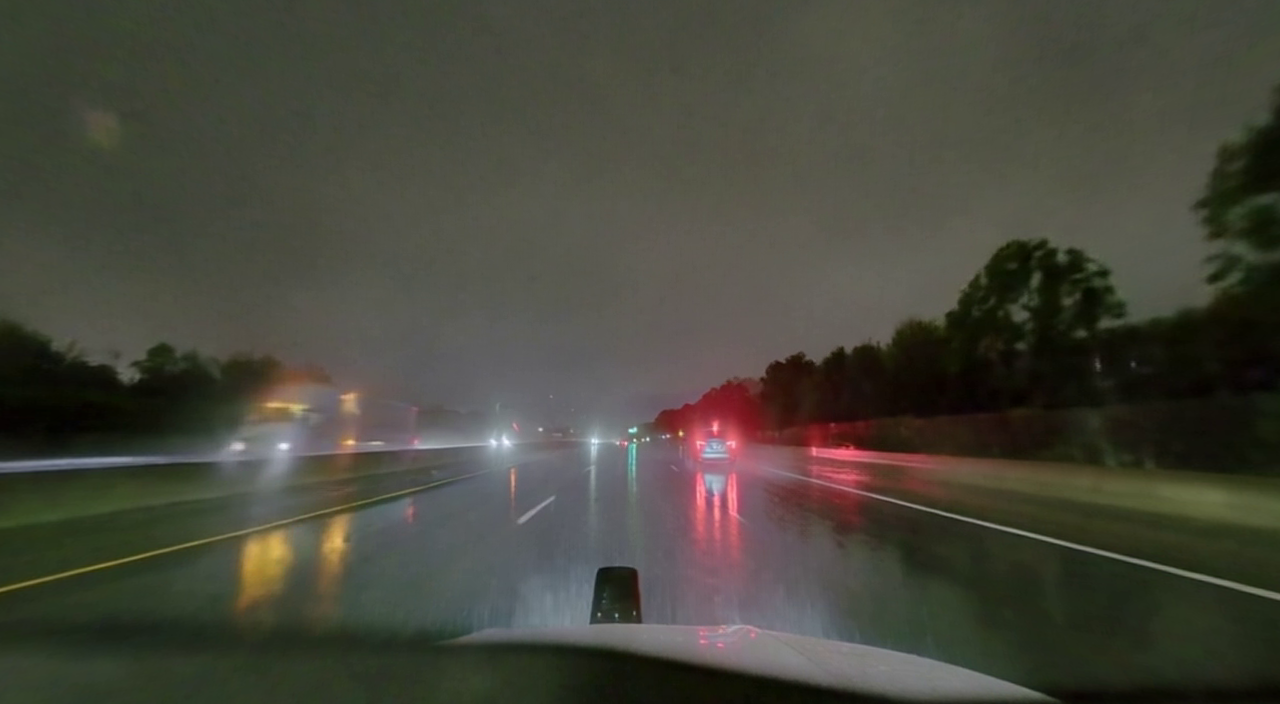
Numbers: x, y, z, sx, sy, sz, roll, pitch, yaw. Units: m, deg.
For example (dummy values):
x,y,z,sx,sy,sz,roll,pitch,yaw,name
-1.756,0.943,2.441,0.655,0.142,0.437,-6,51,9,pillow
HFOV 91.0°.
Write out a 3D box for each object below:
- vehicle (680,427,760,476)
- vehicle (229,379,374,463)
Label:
x,y,z,sx,sy,sz,roll,pitch,yaw,name
2.925,3.754,24.007,2.349,1.651,4.161,0,-8,-2,vehicle
-19.686,4.317,37.752,3.146,4.298,10.599,0,-8,-3,vehicle
